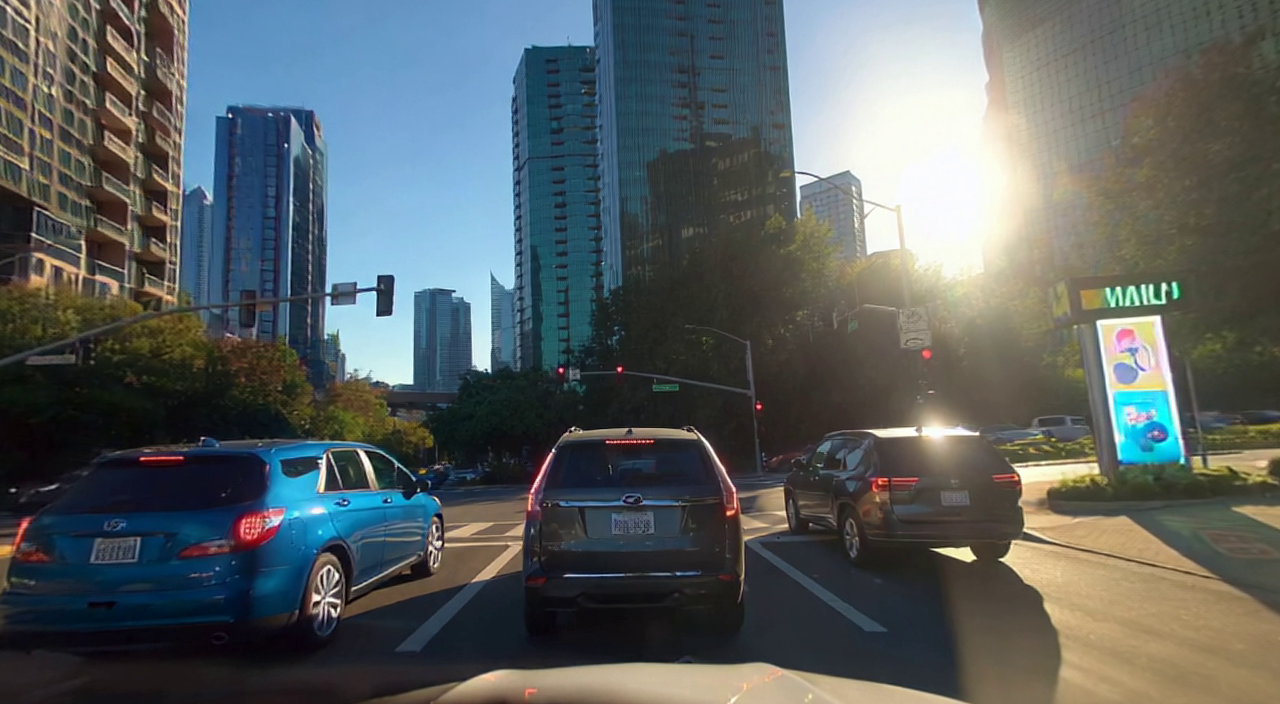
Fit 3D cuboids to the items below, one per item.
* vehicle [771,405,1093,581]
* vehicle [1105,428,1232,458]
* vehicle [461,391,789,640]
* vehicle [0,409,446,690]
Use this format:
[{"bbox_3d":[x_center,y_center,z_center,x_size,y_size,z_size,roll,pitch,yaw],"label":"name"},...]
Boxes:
[{"bbox_3d":[3.219,1.662,8.258,2.004,1.646,4.554,0,-8,0],"label":"vehicle"},{"bbox_3d":[26.612,4.619,31.839,4.723,1.460,1.904,0,-8,-2],"label":"vehicle"},{"bbox_3d":[-0.111,1.414,6.442,2.195,1.662,4.262,0,-8,0],"label":"vehicle"},{"bbox_3d":[-3.545,1.423,5.823,1.906,1.524,4.547,0,-8,2],"label":"vehicle"}]
